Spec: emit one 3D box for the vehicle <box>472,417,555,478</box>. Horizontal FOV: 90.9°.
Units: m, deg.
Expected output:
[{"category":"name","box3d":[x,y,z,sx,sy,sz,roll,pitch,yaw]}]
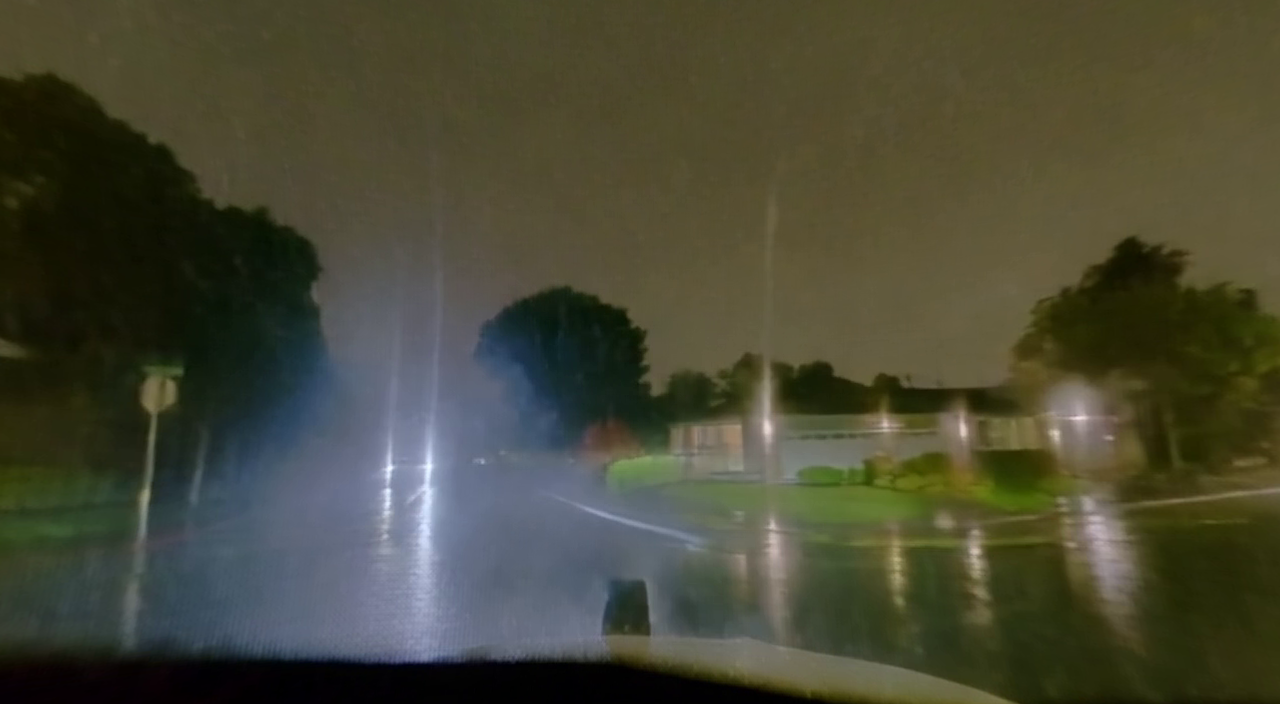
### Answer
[{"category":"vehicle","box3d":[-7.235,5.265,35.465,2.718,3.089,6.380,4,-8,-28]}]
